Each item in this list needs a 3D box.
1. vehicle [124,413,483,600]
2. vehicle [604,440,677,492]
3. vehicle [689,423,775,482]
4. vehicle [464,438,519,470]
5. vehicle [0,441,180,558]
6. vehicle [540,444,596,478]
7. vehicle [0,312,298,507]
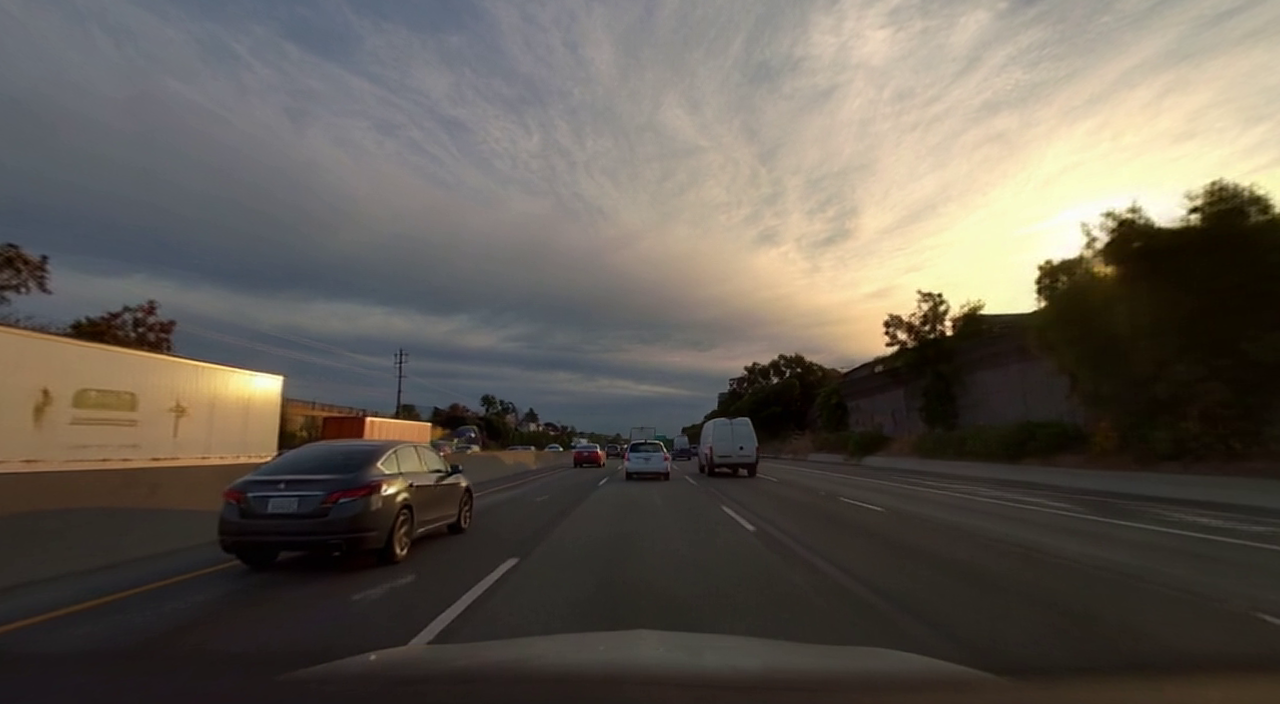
[{"bbox_3d":[-3.457,1.667,7.651,1.956,1.602,4.258,0,-9,1],"label":"vehicle"},{"bbox_3d":[0.000,3.555,19.898,2.053,1.461,3.941,0,-9,0],"label":"vehicle"},{"bbox_3d":[3.507,3.985,25.197,2.460,2.086,5.576,0,-9,-1],"label":"vehicle"},{"bbox_3d":[-8.824,6.121,37.836,2.187,1.776,4.518,0,-9,0],"label":"vehicle"},{"bbox_3d":[-9.018,1.964,8.632,1.937,1.450,4.569,0,-9,0],"label":"vehicle"},{"bbox_3d":[-3.303,5.079,29.687,2.062,1.459,4.365,0,-9,1],"label":"vehicle"},{"bbox_3d":[-15.239,1.720,16.760,2.880,4.167,16.544,0,-9,1],"label":"vehicle"}]
